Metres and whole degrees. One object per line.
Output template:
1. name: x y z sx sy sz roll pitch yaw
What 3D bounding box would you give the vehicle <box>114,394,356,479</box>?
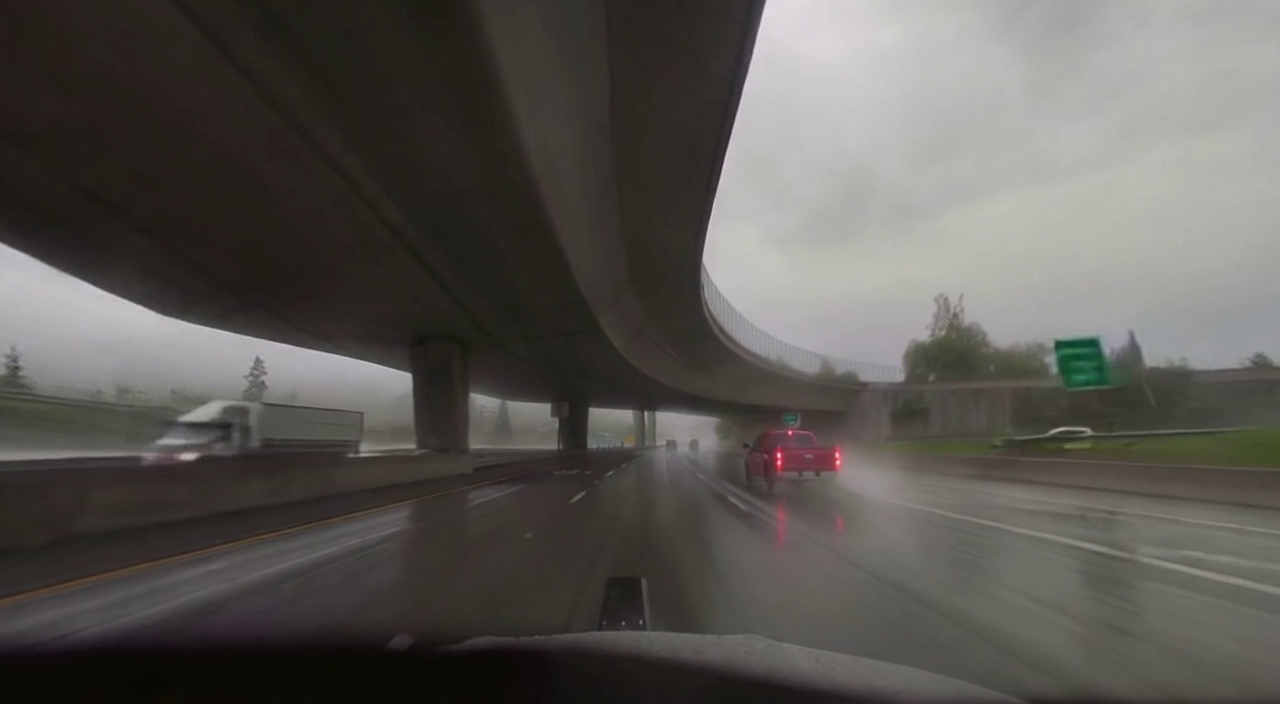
1. vehicle: -18.565 4.197 30.847 3.005 3.267 12.753 0 -8 2

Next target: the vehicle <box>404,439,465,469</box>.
1. vehicle: -12.340 6.126 38.164 2.004 1.656 4.805 0 -8 1

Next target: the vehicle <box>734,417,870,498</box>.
1. vehicle: 4.519 3.080 18.817 2.505 2.020 5.532 0 -8 -1
